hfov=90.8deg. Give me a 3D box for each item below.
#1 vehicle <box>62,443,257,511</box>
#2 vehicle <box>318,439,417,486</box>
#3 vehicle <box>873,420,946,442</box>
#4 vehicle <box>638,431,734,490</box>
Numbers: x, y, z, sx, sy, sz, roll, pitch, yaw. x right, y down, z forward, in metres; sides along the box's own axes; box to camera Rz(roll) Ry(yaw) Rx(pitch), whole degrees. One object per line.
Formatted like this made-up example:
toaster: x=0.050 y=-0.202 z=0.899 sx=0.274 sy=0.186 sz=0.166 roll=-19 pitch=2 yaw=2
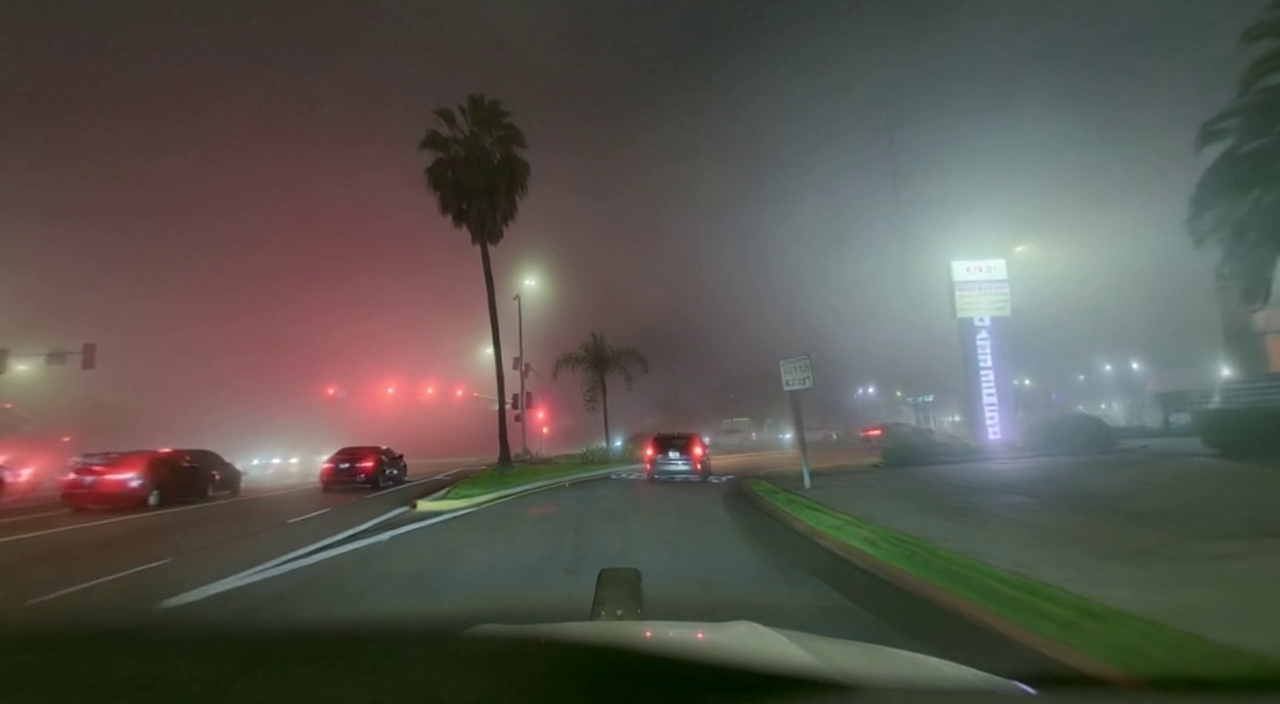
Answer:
vehicle: x=-12.031 y=3.114 z=16.294 sx=1.905 sy=1.482 sz=4.463 roll=1 pitch=-9 yaw=-7
vehicle: x=-9.603 y=3.895 z=22.687 sx=1.912 sy=1.487 sz=4.471 roll=1 pitch=-9 yaw=-6
vehicle: x=19.918 y=5.838 z=46.702 sx=4.458 sy=1.589 sz=2.044 roll=1 pitch=-8 yaw=-8
vehicle: x=1.497 y=3.119 z=18.512 sx=2.070 sy=1.493 sz=4.570 roll=-2 pitch=-9 yaw=13
